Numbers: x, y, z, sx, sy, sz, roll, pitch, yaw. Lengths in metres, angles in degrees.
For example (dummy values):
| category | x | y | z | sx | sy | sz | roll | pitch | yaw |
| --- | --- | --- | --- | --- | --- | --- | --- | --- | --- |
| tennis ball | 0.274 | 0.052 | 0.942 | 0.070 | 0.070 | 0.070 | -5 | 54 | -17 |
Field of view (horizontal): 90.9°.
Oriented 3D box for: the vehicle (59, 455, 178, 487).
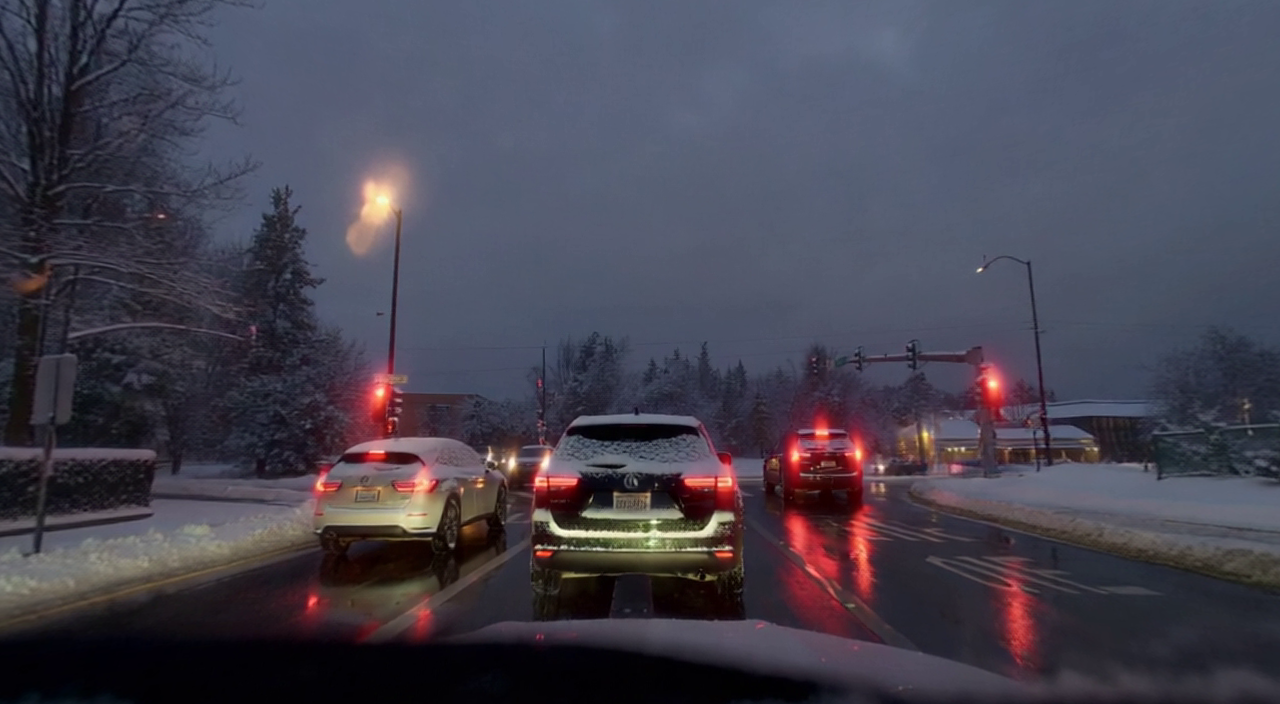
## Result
| category | x | y | z | sx | sy | sz | roll | pitch | yaw |
| --- | --- | --- | --- | --- | --- | --- | --- | --- | --- |
| vehicle | -26.001 | 5.945 | 31.603 | 4.140 | 1.444 | 1.742 | 2 | -9 | -15 |

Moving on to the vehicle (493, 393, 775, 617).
| category | x | y | z | sx | sy | sz | roll | pitch | yaw |
| --- | --- | --- | --- | --- | --- | --- | --- | --- | --- |
| vehicle | -0.040 | 1.520 | 7.179 | 2.203 | 1.757 | 4.286 | 0 | -8 | 0 |

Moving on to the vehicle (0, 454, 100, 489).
| category | x | y | z | sx | sy | sz | roll | pitch | yaw |
| --- | --- | --- | --- | --- | --- | --- | --- | --- | --- |
| vehicle | -27.056 | 5.277 | 27.954 | 4.198 | 1.444 | 1.765 | 2 | -9 | -15 |

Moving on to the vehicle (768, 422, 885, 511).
| category | x | y | z | sx | sy | sz | roll | pitch | yaw |
| --- | --- | --- | --- | --- | --- | --- | --- | --- | --- |
| vehicle | 4.798 | 3.000 | 16.921 | 2.084 | 2.053 | 4.073 | -1 | -8 | 4 |

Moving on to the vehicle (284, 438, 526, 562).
| category | x | y | z | sx | sy | sz | roll | pitch | yaw |
| --- | --- | --- | --- | --- | --- | --- | --- | --- | --- |
| vehicle | -3.205 | 2.093 | 9.764 | 1.913 | 1.453 | 4.413 | 0 | -8 | 2 |
